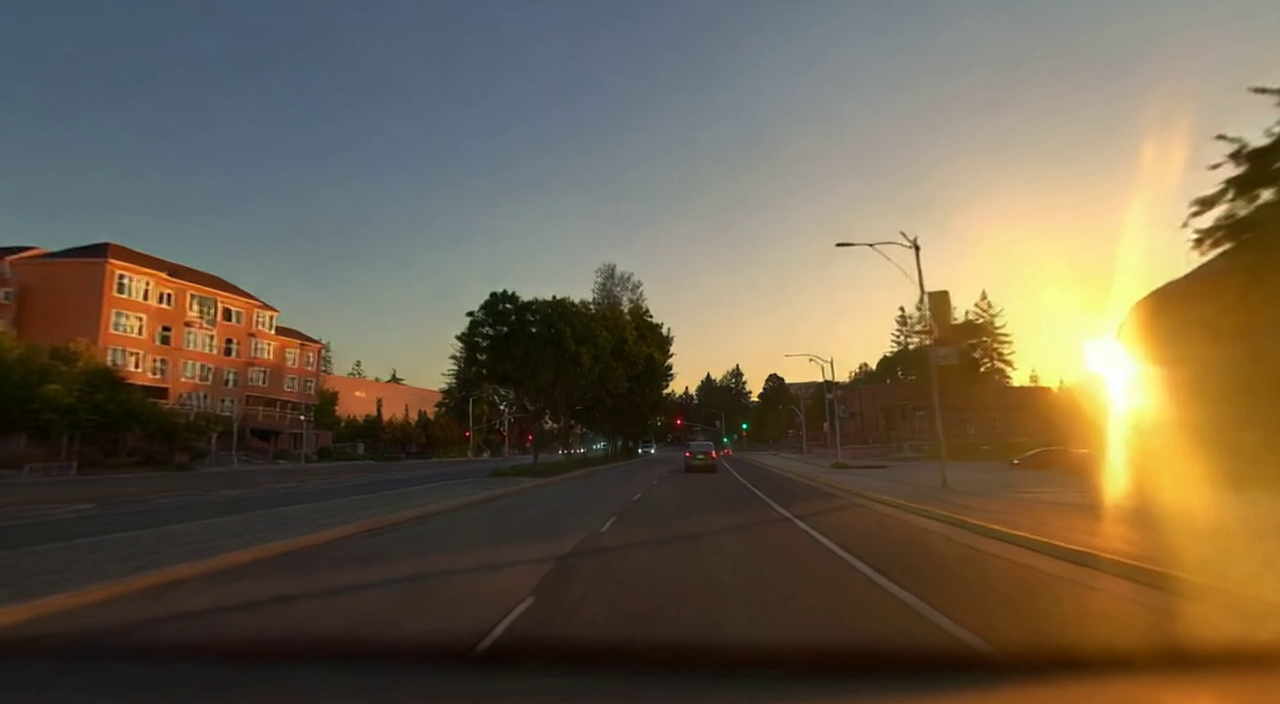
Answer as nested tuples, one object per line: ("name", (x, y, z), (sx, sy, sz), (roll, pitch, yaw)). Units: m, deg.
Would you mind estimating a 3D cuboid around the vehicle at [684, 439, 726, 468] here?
("vehicle", (3.581, 5.682, 35.554), (2.133, 1.481, 4.276), (-1, -8, 4))
